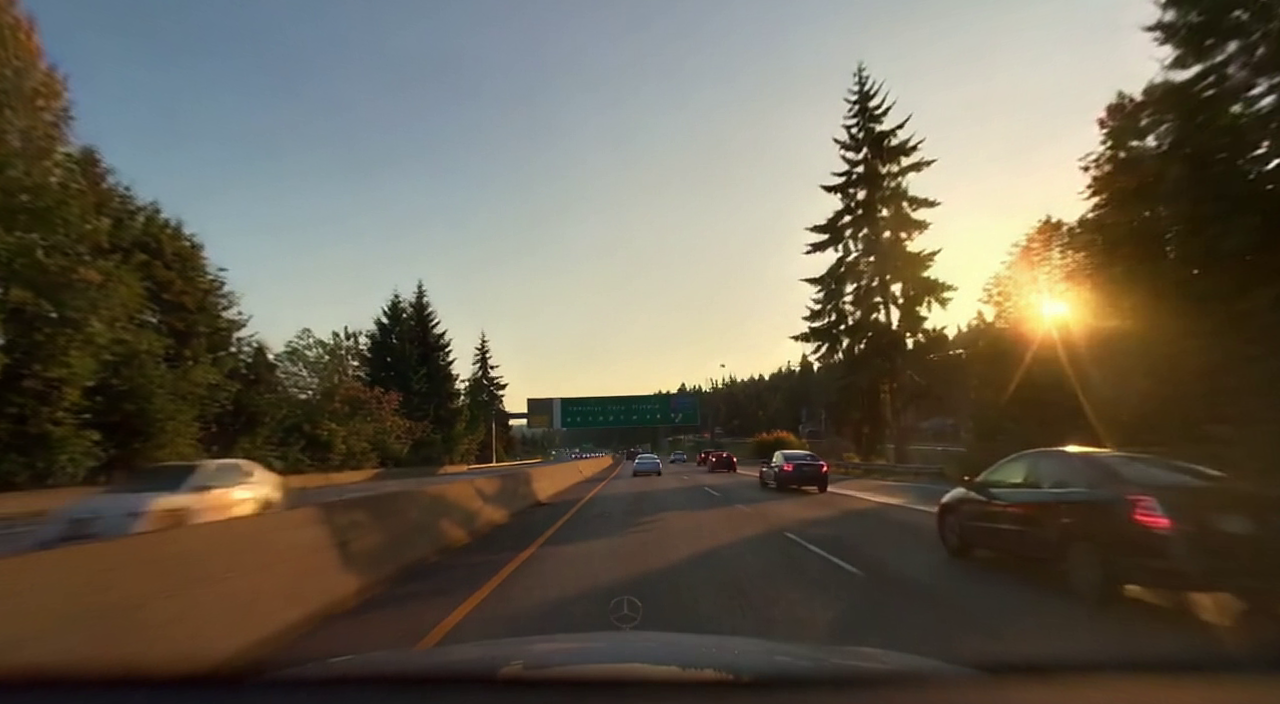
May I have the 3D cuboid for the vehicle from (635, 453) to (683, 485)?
[{"bbox_3d":[0.827,5.204,28.298,2.012,1.320,3.777,0,-9,1],"label":"vehicle"}]

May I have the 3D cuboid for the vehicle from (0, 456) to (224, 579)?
[{"bbox_3d":[-8.578,2.306,9.528,1.866,1.427,3.871,0,-9,0],"label":"vehicle"}]

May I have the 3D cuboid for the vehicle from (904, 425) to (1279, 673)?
[{"bbox_3d":[4.561,1.534,6.103,2.007,1.451,4.587,0,-9,0],"label":"vehicle"}]

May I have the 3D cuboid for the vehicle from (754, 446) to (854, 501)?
[{"bbox_3d":[4.873,3.684,19.483,1.827,1.462,4.697,0,-9,0],"label":"vehicle"}]

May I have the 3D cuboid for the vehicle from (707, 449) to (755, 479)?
[{"bbox_3d":[4.887,6.069,34.293,1.952,1.495,3.740,0,-9,-1],"label":"vehicle"}]
